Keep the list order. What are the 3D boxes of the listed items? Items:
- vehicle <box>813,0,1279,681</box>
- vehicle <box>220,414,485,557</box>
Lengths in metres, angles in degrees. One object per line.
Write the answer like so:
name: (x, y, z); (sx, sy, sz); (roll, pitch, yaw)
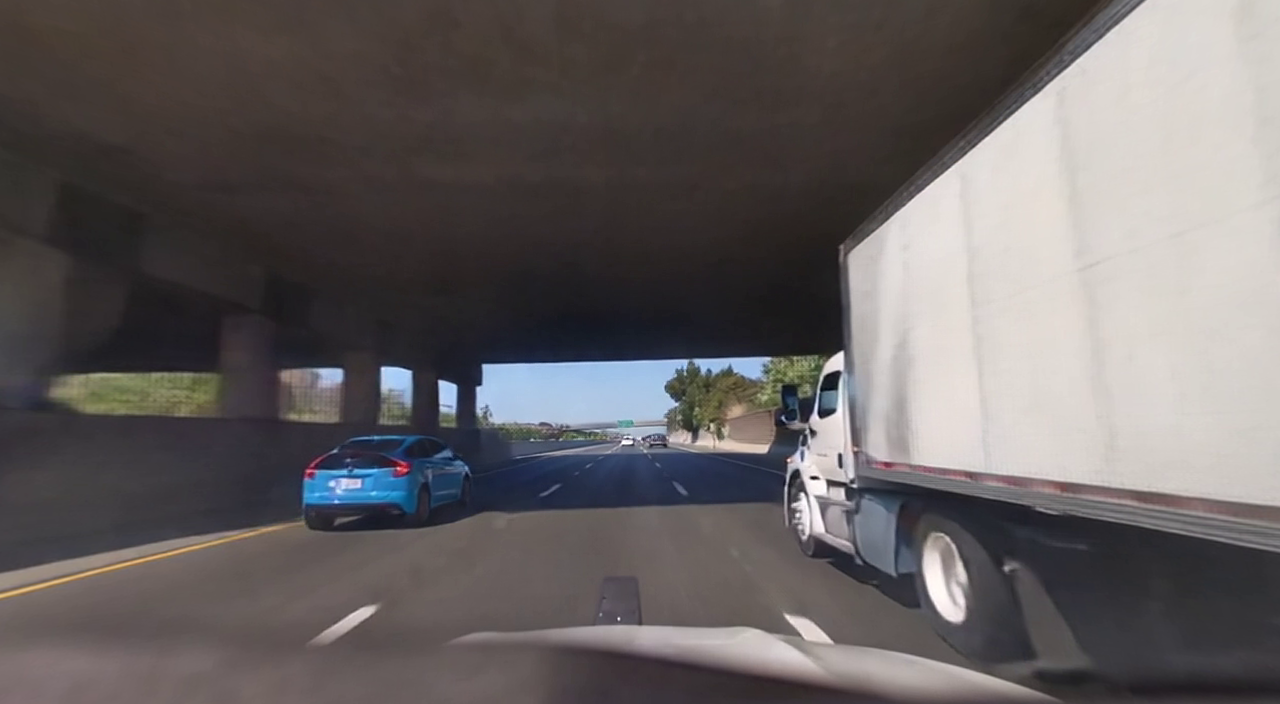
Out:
vehicle: (3.872, -0.291, 5.090); (2.945, 3.778, 6.405); (0, -7, -1)
vehicle: (-3.933, 1.881, 9.683); (2.063, 1.661, 4.439); (0, -8, -2)
